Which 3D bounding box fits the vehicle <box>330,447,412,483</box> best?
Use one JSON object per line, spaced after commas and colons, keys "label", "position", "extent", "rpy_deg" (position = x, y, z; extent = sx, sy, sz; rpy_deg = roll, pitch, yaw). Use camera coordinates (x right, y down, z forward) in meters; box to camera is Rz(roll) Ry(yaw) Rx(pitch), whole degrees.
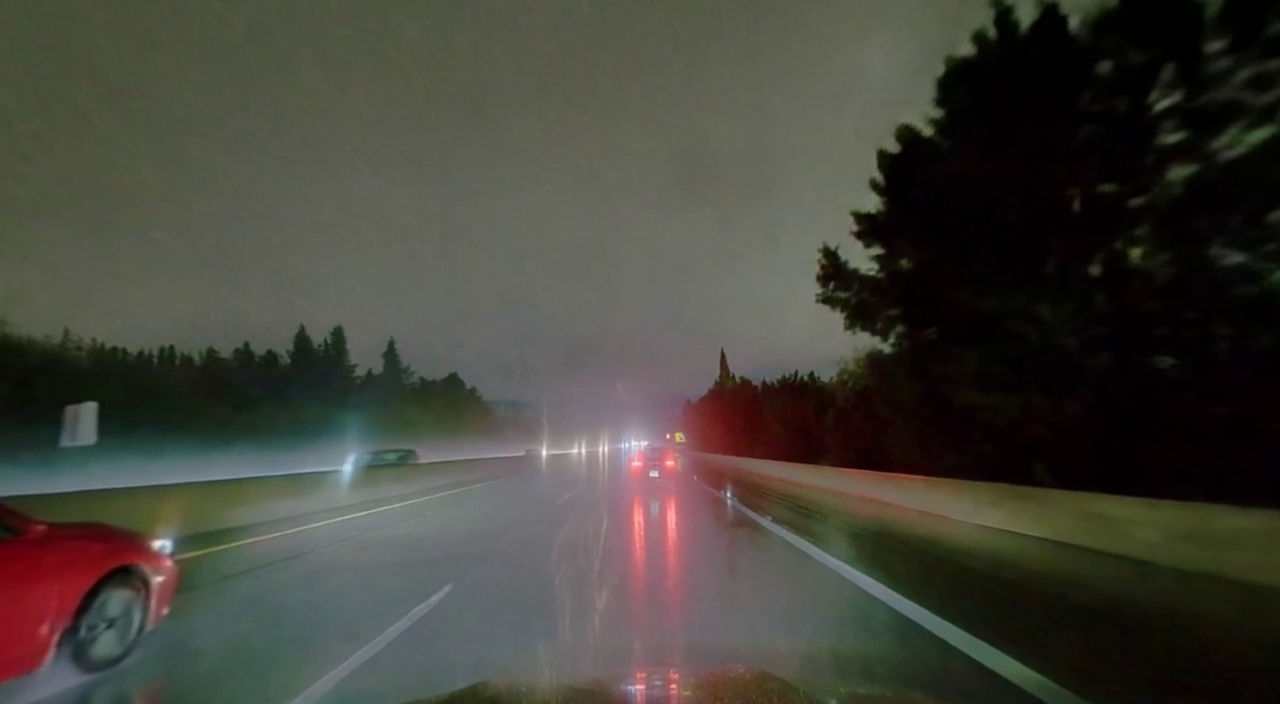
{"label": "vehicle", "position": [-12.917, 5.428, 30.428], "extent": [1.982, 1.590, 4.564], "rpy_deg": [0, -9, 0]}

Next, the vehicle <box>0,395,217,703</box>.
{"label": "vehicle", "position": [-3.697, 0.837, 1.718], "extent": [2.083, 1.548, 4.251], "rpy_deg": [0, -9, 0]}

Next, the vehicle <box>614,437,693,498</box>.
{"label": "vehicle", "position": [0.262, 3.294, 18.220], "extent": [2.021, 1.533, 4.014], "rpy_deg": [0, -9, -3]}
